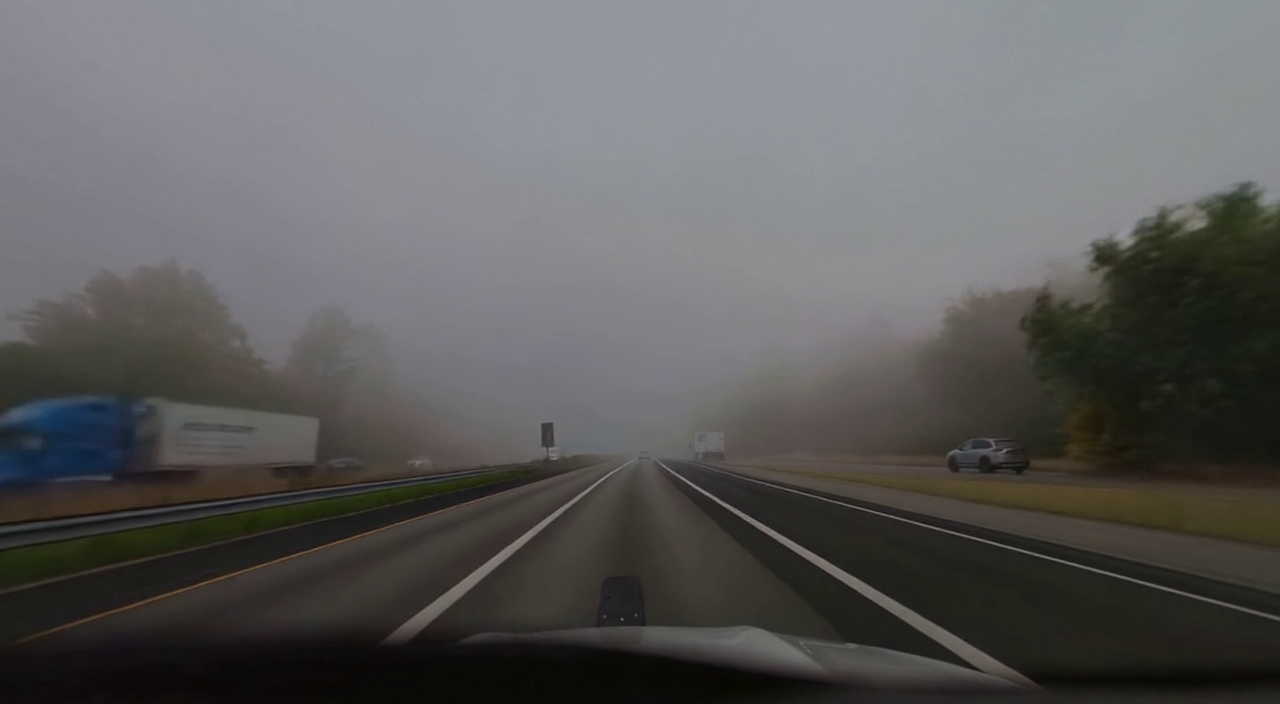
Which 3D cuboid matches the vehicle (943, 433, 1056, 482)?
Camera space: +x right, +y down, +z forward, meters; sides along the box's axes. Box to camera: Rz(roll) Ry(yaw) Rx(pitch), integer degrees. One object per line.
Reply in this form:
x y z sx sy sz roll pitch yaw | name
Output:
14.366 4.240 25.471 2.038 1.823 3.744 1 -9 -6 | vehicle

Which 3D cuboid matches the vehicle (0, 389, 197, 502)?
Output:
-20.621 3.563 24.011 2.929 3.767 5.935 0 -9 0 | vehicle
